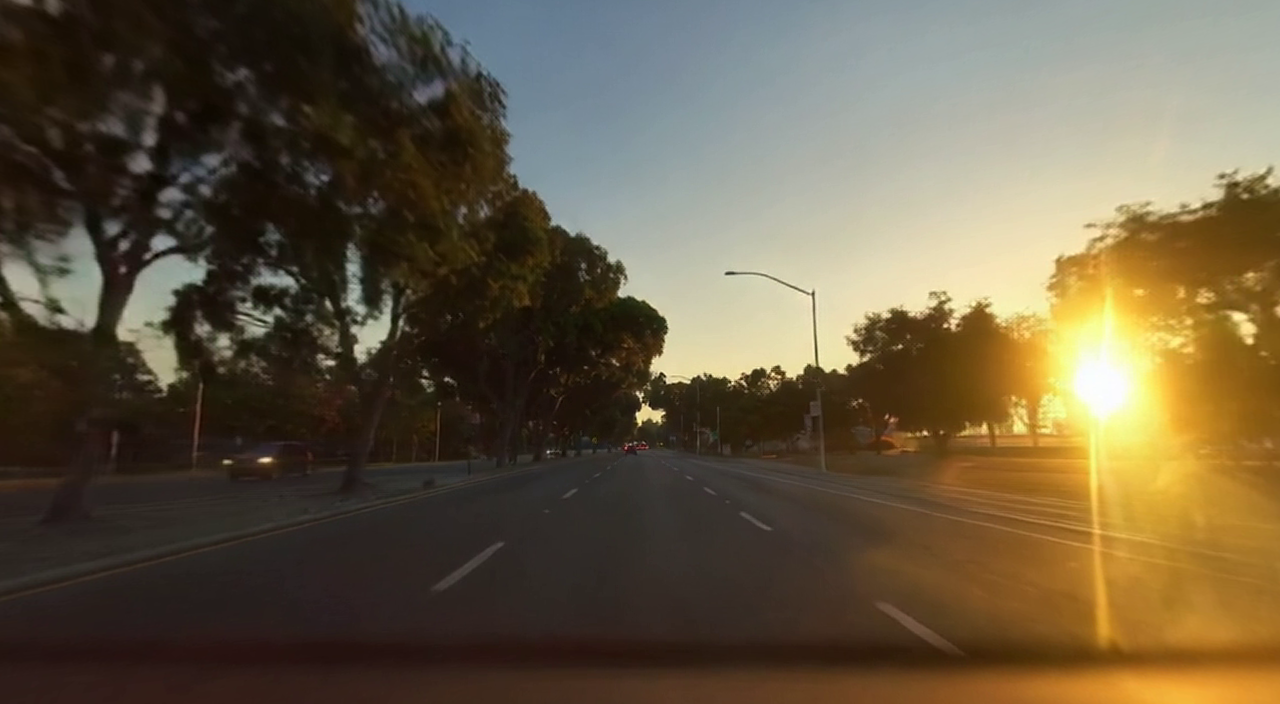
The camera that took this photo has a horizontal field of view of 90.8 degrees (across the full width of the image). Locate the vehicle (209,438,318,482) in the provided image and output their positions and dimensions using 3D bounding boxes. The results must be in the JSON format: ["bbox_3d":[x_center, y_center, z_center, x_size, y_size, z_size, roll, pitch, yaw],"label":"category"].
[{"bbox_3d":[-16.608,4.766,28.179,2.025,1.802,4.468,0,-8,1],"label":"vehicle"}]
